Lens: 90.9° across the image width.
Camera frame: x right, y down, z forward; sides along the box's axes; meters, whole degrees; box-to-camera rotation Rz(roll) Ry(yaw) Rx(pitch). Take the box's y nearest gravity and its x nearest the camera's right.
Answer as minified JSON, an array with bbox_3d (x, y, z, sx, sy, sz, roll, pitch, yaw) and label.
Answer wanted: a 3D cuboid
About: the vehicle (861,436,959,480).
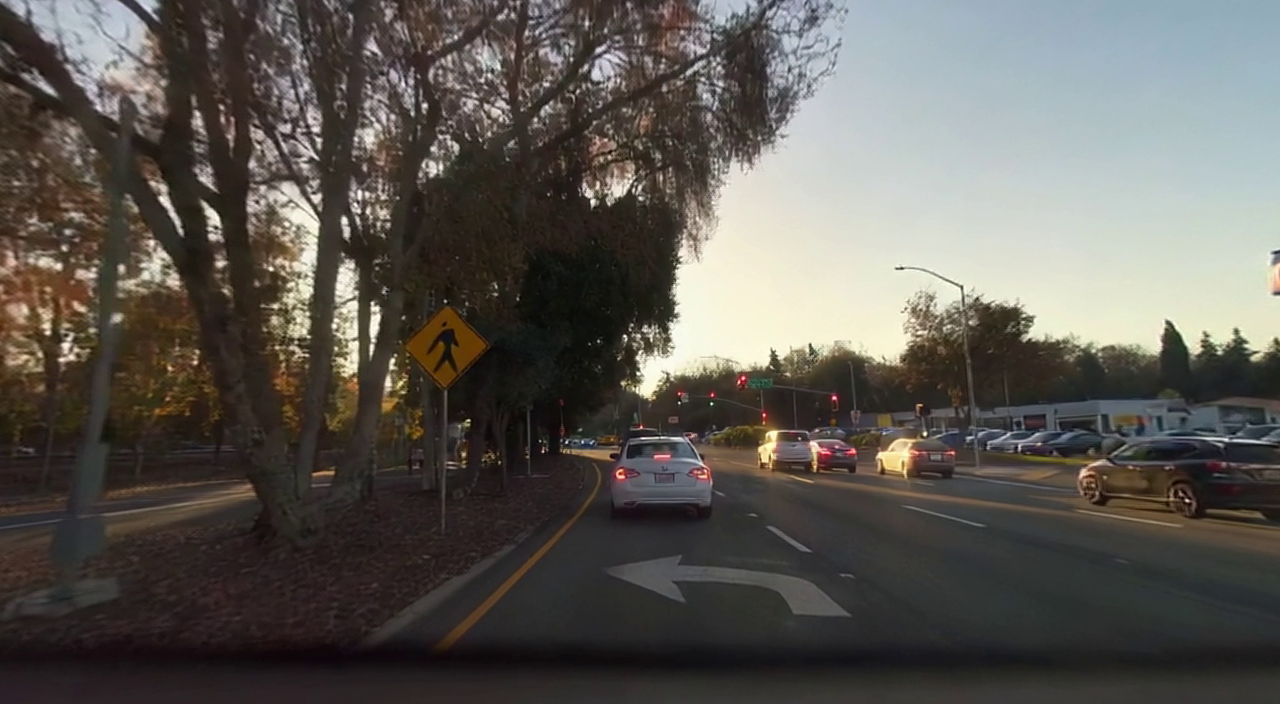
[{"bbox_3d":[10.794,4.276,25.615,1.976,1.584,4.516,0,-9,0],"label":"vehicle"}]

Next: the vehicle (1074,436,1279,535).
[{"bbox_3d":[10.636,2.344,11.685,1.880,1.472,4.694,0,-9,0],"label":"vehicle"}]

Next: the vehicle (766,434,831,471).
[{"bbox_3d":[7.854,5.043,31.737,1.991,1.695,4.357,0,-9,-2],"label":"vehicle"}]

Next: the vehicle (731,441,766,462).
[{"bbox_3d":[7.461,6.896,43.684,1.716,1.400,3.921,0,-9,0],"label":"vehicle"}]

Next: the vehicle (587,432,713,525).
[{"bbox_3d":[0.131,2.358,12.291,2.032,1.461,4.173,0,-9,-1],"label":"vehicle"}]
